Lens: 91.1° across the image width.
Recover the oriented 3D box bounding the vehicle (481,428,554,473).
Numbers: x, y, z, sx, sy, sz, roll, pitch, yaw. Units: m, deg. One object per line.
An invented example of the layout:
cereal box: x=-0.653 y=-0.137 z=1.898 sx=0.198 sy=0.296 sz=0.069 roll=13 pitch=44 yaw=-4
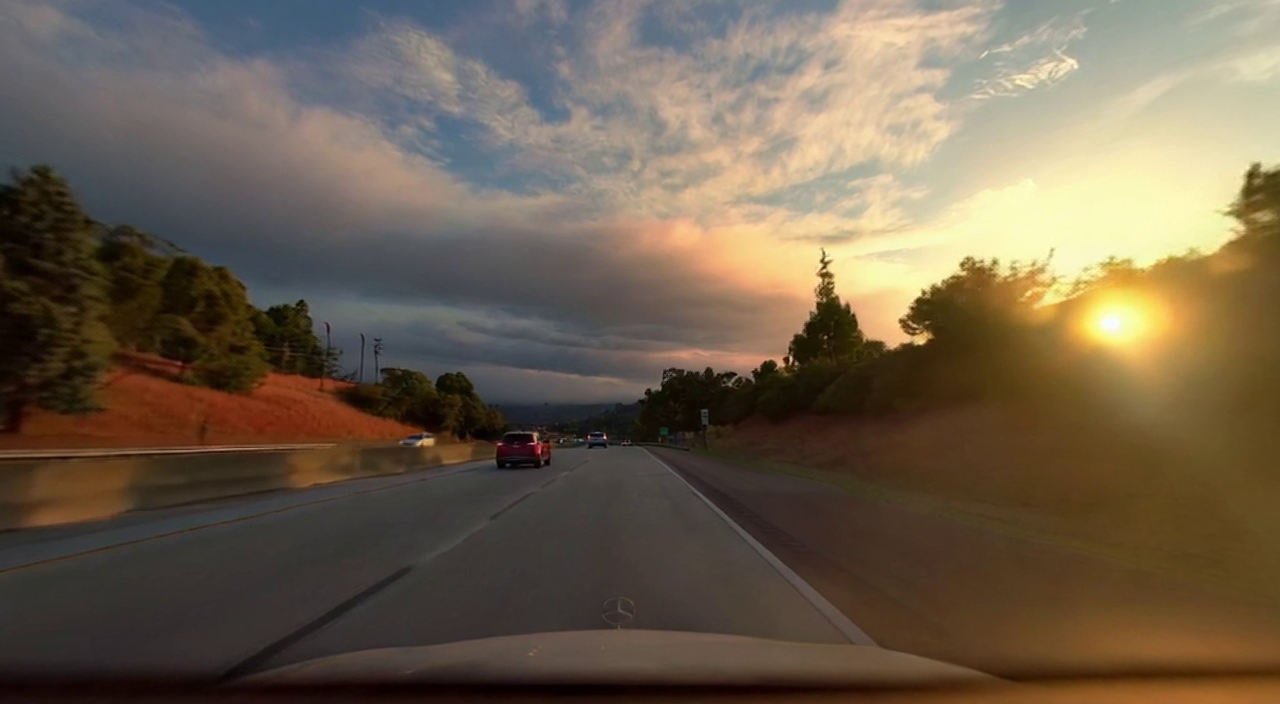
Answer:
vehicle: x=-4.799 y=3.910 z=25.343 sx=2.070 sy=1.647 sz=4.577 roll=0 pitch=-8 yaw=-1

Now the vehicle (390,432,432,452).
vehicle: x=-17.592 y=6.910 z=48.513 sx=1.840 sy=1.483 sz=3.848 roll=0 pitch=-8 yaw=-1
